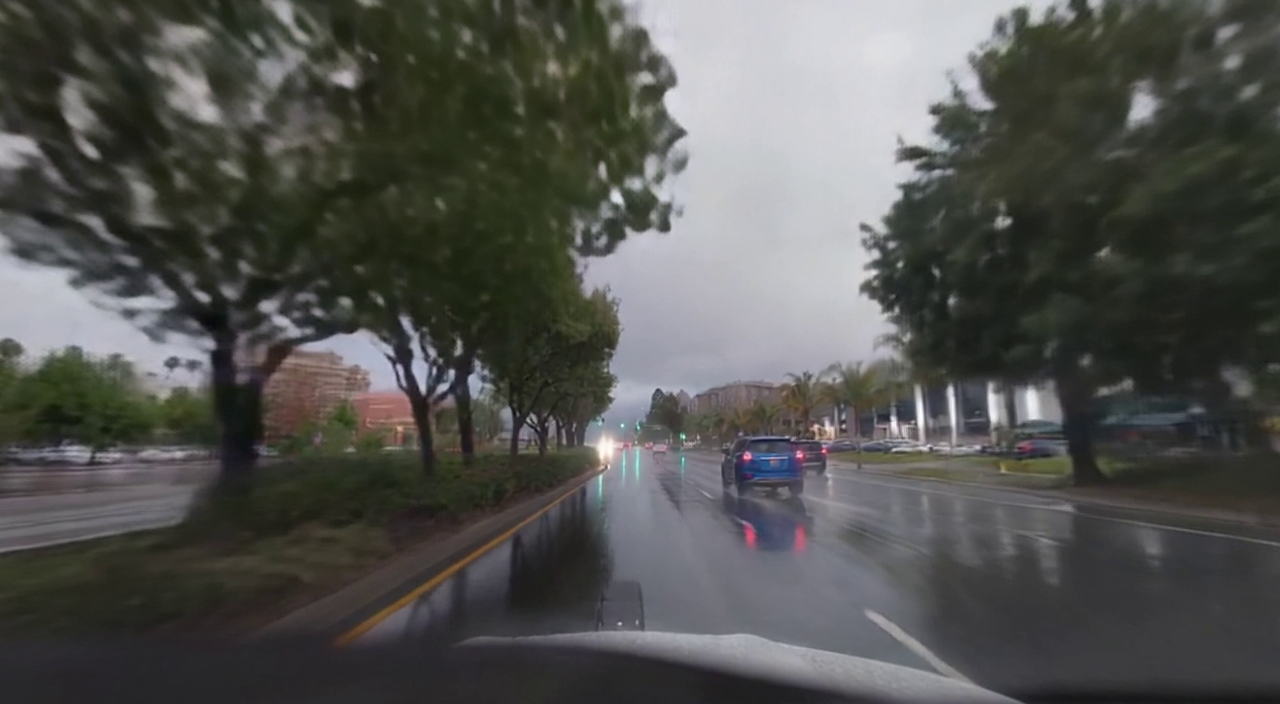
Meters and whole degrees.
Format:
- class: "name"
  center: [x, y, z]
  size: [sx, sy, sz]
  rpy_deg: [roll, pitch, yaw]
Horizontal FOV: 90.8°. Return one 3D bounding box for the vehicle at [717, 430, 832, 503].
- class: "vehicle"
  center: [3.443, 3.023, 17.044]
  size: [2.072, 1.696, 4.177]
  rpy_deg: [0, -8, -1]
